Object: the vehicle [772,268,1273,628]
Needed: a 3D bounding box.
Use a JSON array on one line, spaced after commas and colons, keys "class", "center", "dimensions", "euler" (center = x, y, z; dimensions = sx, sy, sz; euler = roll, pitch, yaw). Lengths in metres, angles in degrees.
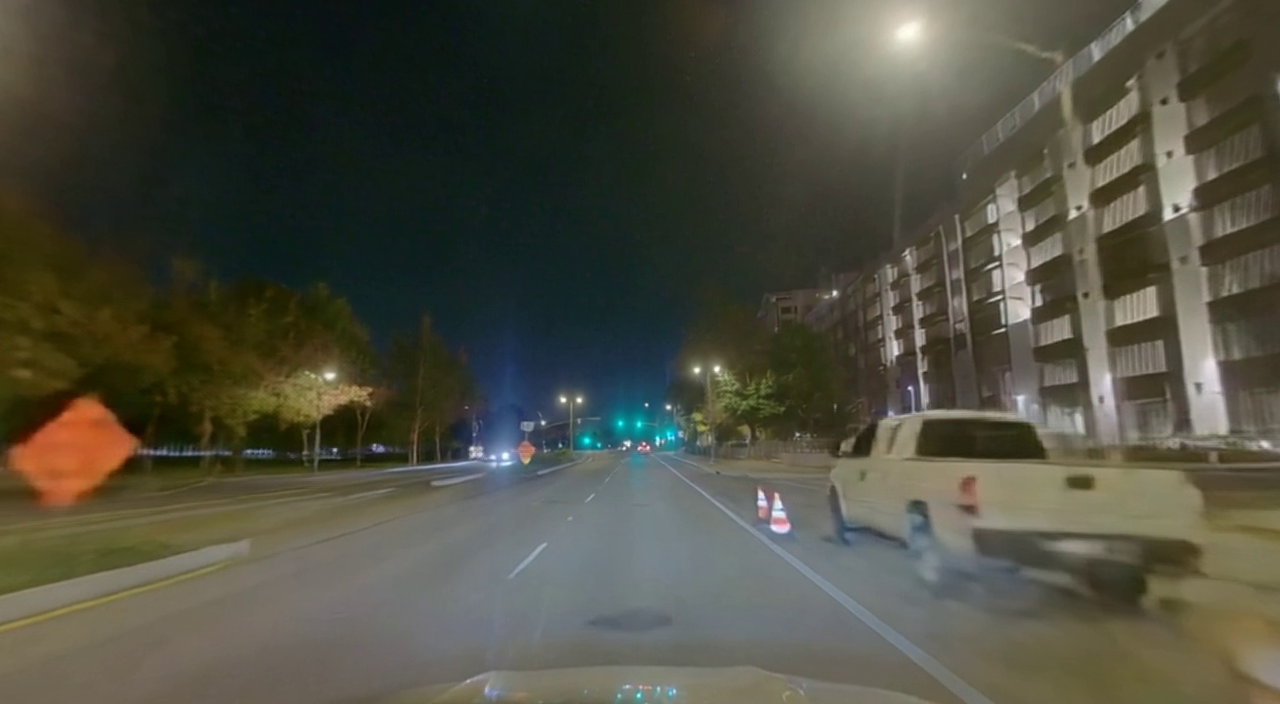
[{"class": "vehicle", "center": [3.247, 0.873, 6.438], "dimensions": [2.849, 2.686, 3.176], "euler": [-1, -8, -4]}]
